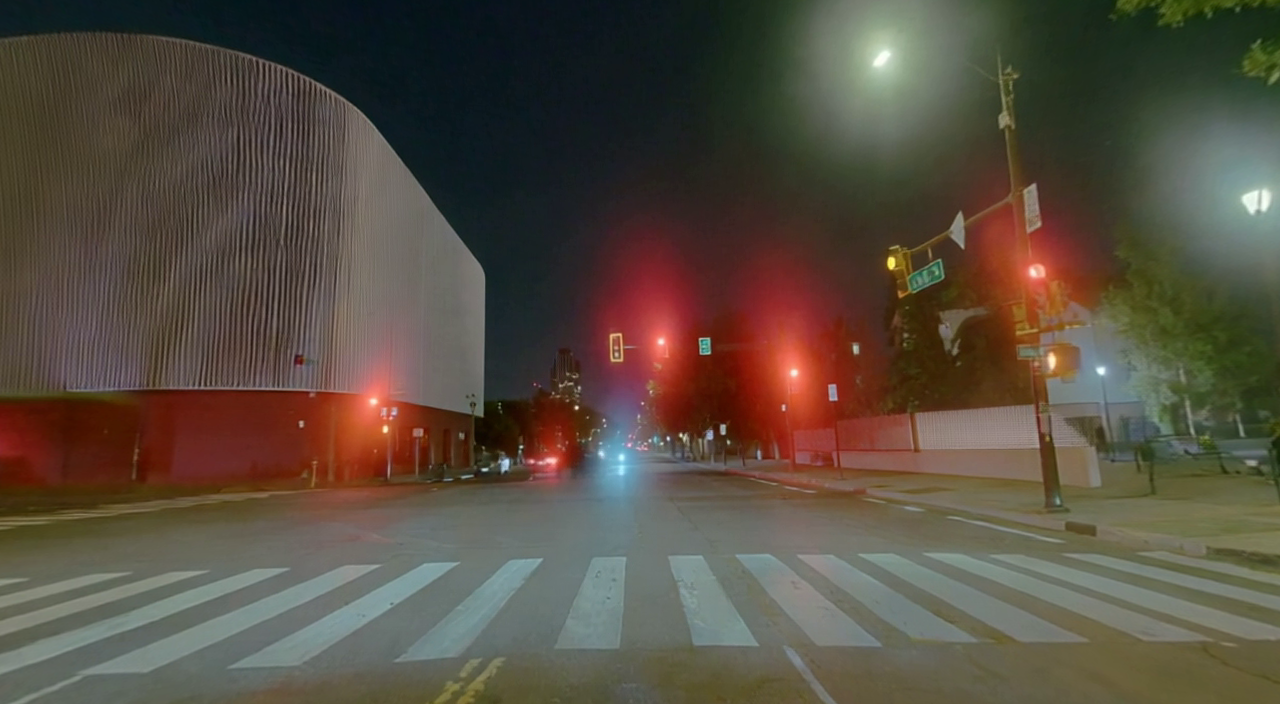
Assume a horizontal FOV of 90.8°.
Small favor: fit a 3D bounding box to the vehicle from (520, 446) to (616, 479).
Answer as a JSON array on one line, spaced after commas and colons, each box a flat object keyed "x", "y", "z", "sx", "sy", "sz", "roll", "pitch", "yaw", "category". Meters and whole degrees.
[{"x": -3.443, "y": 5.407, "z": 31.213, "sx": 2.088, "sy": 1.452, "sz": 4.833, "roll": -6, "pitch": -10, "yaw": 34, "category": "vehicle"}]
